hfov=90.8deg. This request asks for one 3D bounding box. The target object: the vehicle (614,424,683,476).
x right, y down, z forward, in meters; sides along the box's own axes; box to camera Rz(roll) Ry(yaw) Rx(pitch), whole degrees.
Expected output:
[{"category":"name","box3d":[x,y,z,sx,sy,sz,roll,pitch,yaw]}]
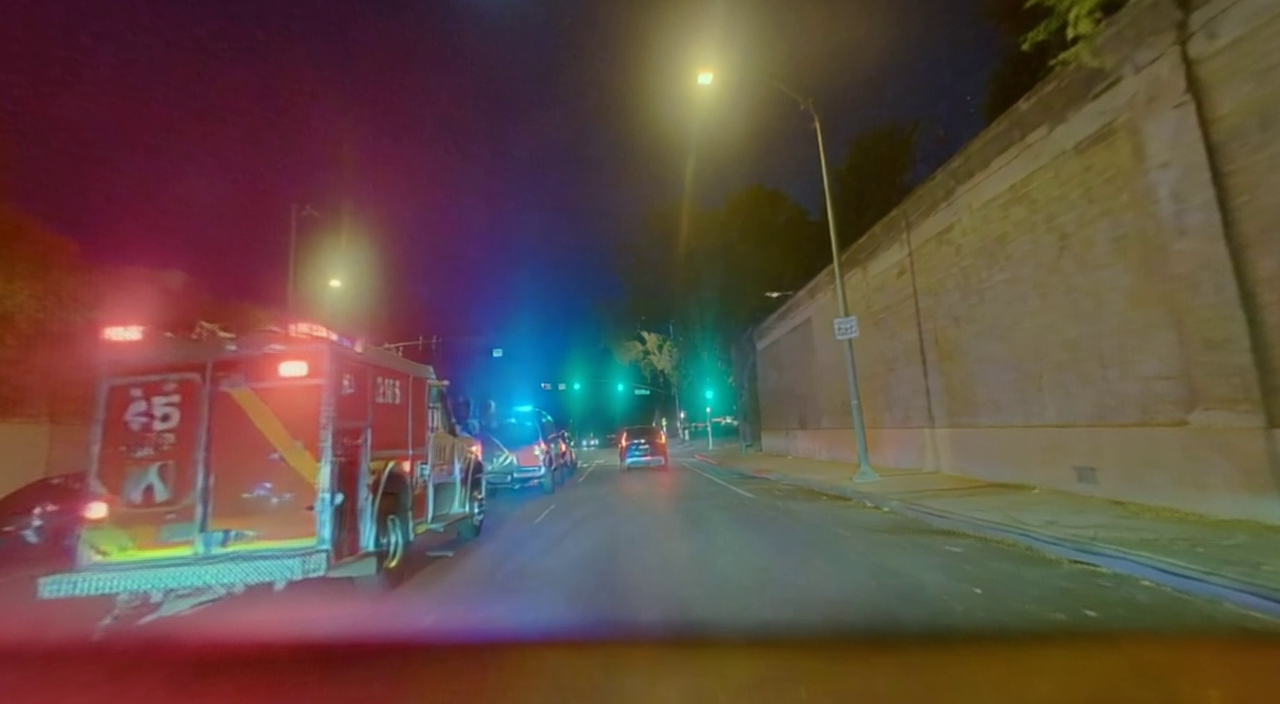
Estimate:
[{"category":"vehicle","box3d":[0.208,3.828,24.901,2.332,1.831,4.930,0,-8,-3]}]

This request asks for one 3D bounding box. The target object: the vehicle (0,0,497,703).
[{"category":"vehicle","box3d":[-3.167,0.122,1.549,3.644,3.138,9.346,0,-8,-1]}]
